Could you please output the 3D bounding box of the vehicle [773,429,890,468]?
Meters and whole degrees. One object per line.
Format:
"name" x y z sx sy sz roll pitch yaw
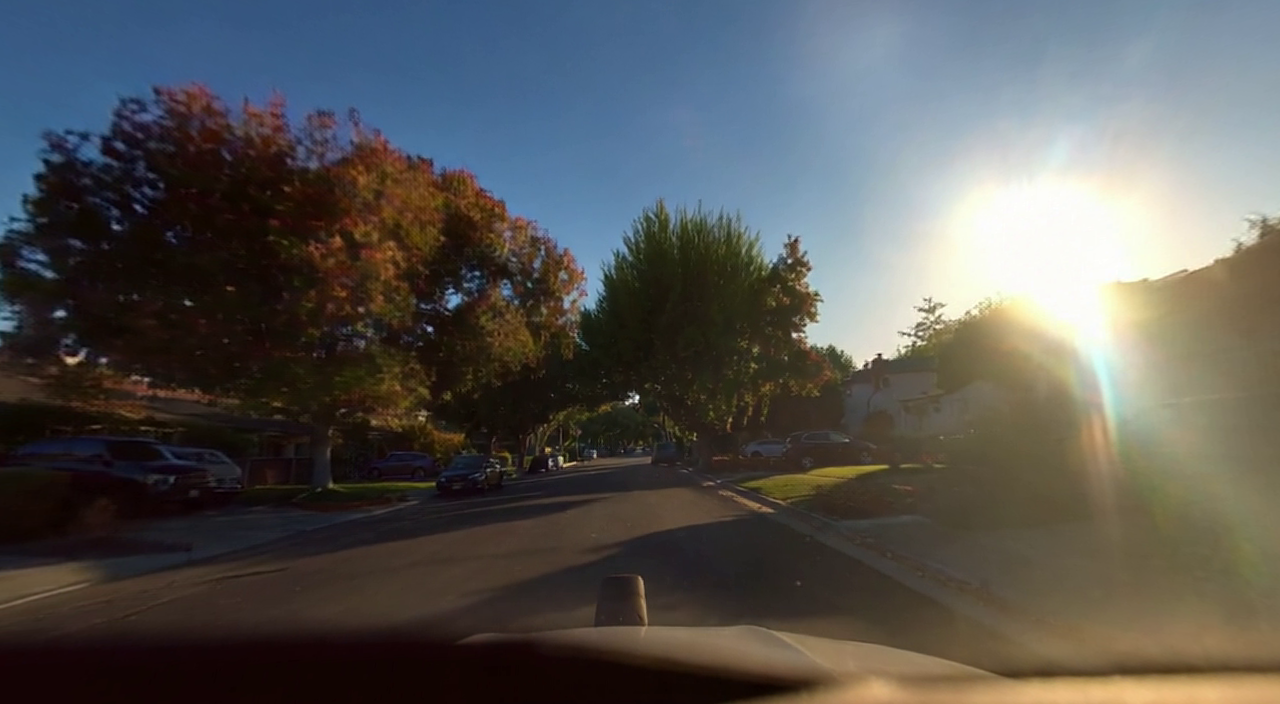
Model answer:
"vehicle" 8.534 4.346 28.389 4.599 1.652 1.903 0 -9 -3

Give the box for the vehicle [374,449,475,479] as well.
"vehicle" -12.068 6.301 35.593 4.972 1.623 1.884 0 -9 1

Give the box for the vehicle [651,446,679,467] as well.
"vehicle" 1.835 7.827 47.407 2.022 1.483 4.565 0 -9 1

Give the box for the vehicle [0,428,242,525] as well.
"vehicle" -12.295 2.809 14.571 4.753 2.028 2.079 0 -9 0

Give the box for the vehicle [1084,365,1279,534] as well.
"vehicle" 8.190 1.108 7.404 4.492 1.691 1.918 0 -9 -2

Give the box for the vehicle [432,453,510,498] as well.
"vehicle" -6.209 4.533 23.596 1.878 1.496 3.535 0 -9 0
